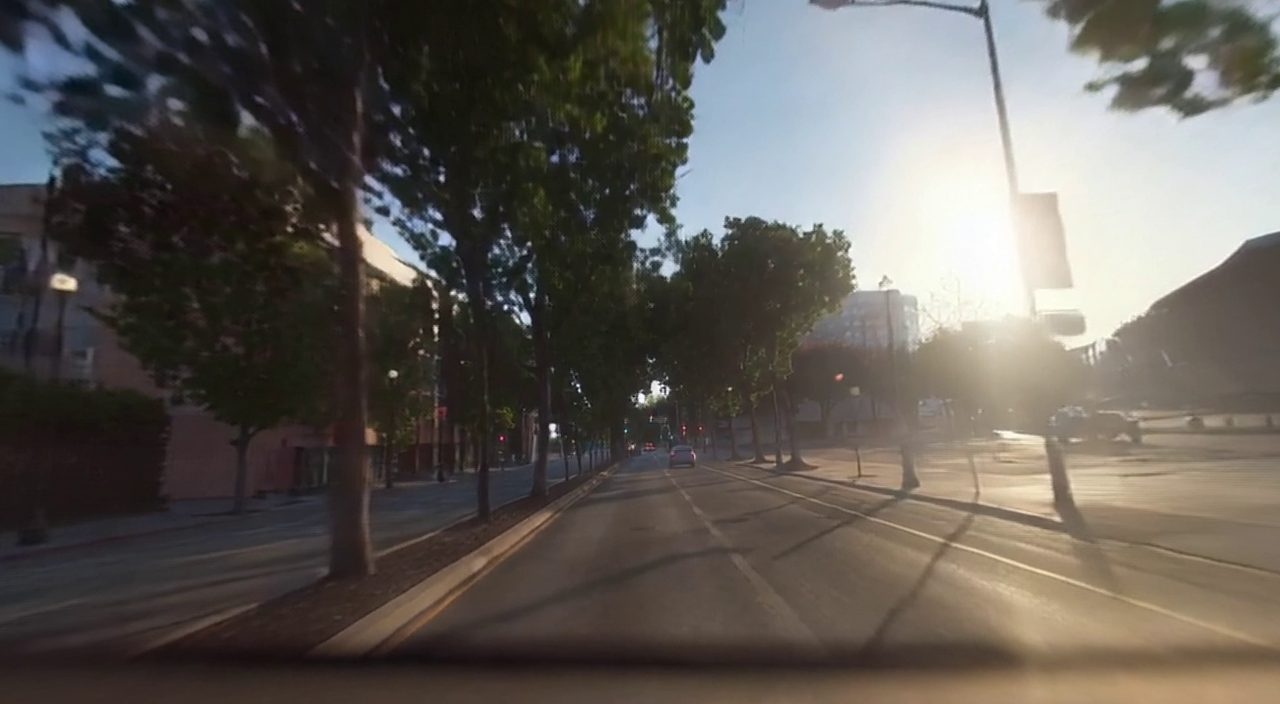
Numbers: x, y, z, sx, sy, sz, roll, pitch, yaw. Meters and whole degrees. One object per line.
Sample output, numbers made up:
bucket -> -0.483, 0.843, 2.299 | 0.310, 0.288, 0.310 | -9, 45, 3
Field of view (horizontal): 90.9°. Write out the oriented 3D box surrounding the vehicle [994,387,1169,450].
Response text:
vehicle -> 18.279, 2.741, 26.353 | 5.640, 2.310, 2.101 | 2, -5, 5

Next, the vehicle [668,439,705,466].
vehicle -> 3.120, 6.849, 43.120 | 2.129, 1.719, 4.205 | 0, -9, 0
